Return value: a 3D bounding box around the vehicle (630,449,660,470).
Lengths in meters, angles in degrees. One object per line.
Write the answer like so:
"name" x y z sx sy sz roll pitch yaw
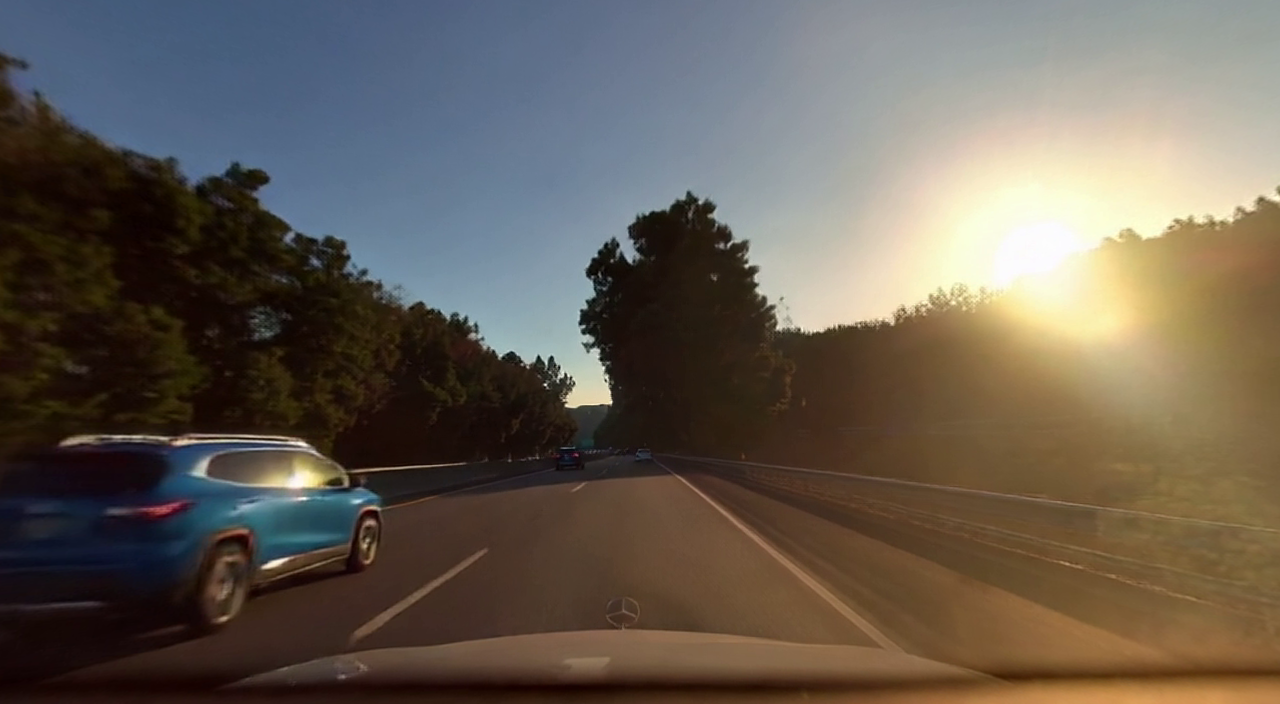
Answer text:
"vehicle" 0.353 7.911 46.469 2.046 1.452 4.407 0 -9 0

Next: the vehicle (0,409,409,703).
"vehicle" -3.740 1.360 5.187 2.034 1.520 4.236 0 -9 1

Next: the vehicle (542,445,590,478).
"vehicle" -3.986 5.984 34.811 2.100 1.667 4.223 0 -9 1
